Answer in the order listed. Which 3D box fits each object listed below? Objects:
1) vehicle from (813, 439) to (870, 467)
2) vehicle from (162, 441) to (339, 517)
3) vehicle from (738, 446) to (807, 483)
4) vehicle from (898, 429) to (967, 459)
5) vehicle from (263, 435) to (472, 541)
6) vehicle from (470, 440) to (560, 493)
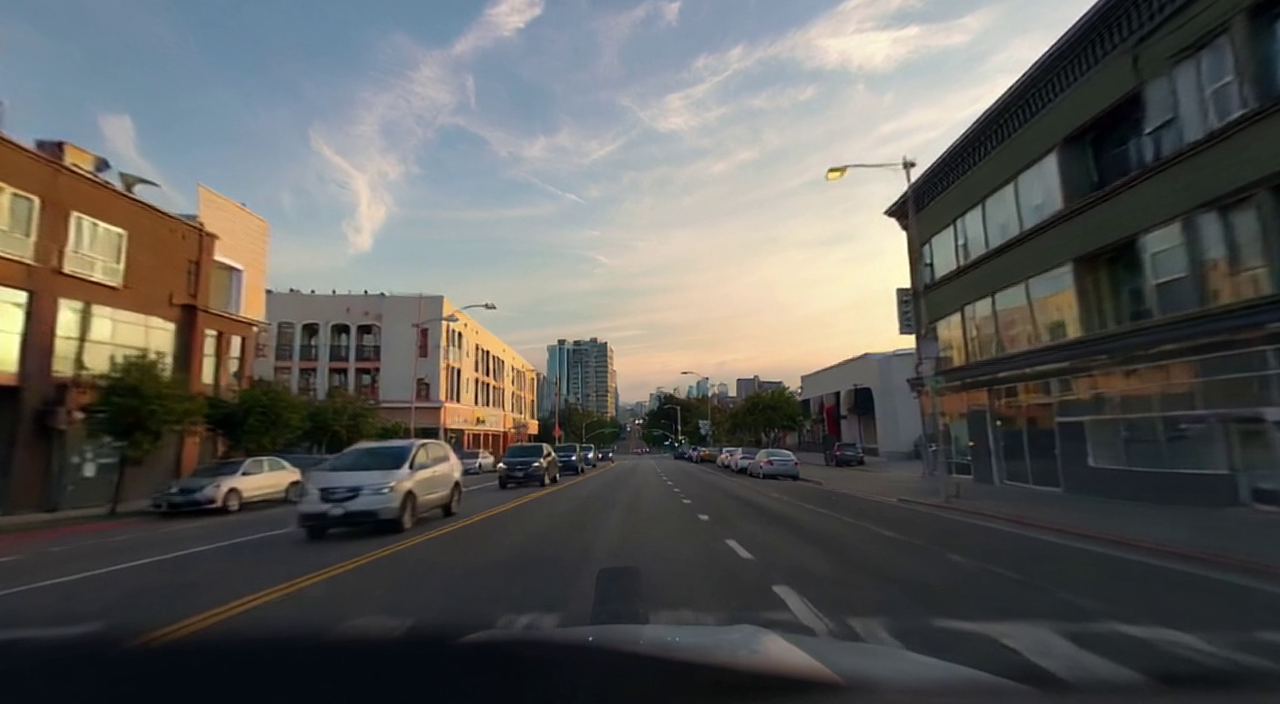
[{"bbox_3d":[11.830,5.956,37.460,1.866,1.506,4.934,-1,-8,2],"label":"vehicle"},{"bbox_3d":[-10.351,3.387,17.329,1.917,1.735,4.535,-2,-9,1],"label":"vehicle"},{"bbox_3d":[6.073,5.195,29.492,2.054,1.525,4.258,0,-8,-4],"label":"vehicle"},{"bbox_3d":[17.374,5.509,37.814,1.908,1.680,4.434,0,-8,-1],"label":"vehicle"},{"bbox_3d":[-4.871,2.455,12.122,1.950,1.636,4.253,-1,-8,3],"label":"vehicle"},{"bbox_3d":[-4.283,3.996,22.463,2.145,1.653,4.421,-1,-8,2],"label":"vehicle"}]
